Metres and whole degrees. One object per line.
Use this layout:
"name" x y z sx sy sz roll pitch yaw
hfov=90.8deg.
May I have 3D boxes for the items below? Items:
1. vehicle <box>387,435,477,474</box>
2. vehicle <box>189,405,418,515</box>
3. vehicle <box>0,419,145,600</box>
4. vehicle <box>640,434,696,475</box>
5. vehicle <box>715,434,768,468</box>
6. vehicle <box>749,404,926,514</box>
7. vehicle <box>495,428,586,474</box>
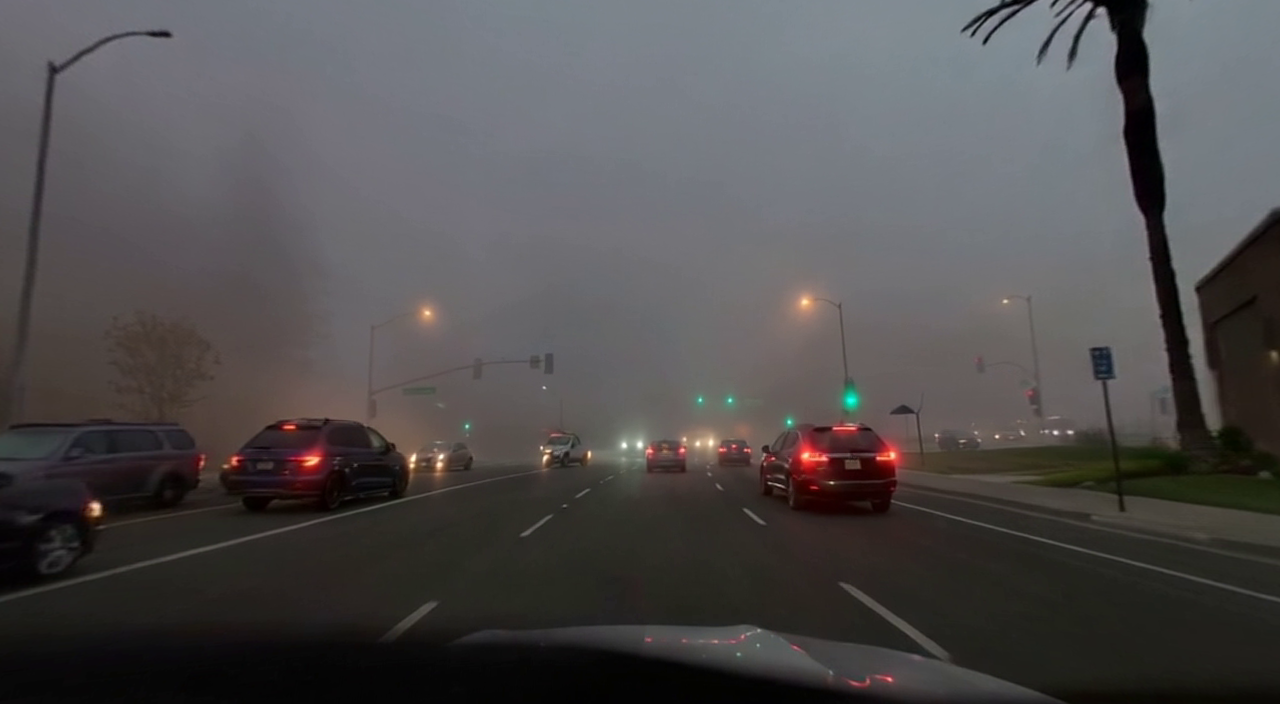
"vehicle" -8.680 4.326 26.836 2.017 1.472 4.418 -1 -8 4
"vehicle" -6.678 2.219 13.340 2.127 1.888 4.637 -1 -8 2
"vehicle" -6.305 1.158 4.199 1.935 1.483 4.973 0 -8 1
"vehicle" 1.164 4.111 25.477 2.057 1.492 3.825 -1 -8 4
"vehicle" 4.884 4.848 30.965 2.149 1.532 4.168 -1 -8 4
"vehicle" 3.958 2.281 13.876 2.267 1.931 5.145 0 -8 1
"vehicle" -4.120 4.206 27.009 2.088 1.746 4.650 -3 -9 15
